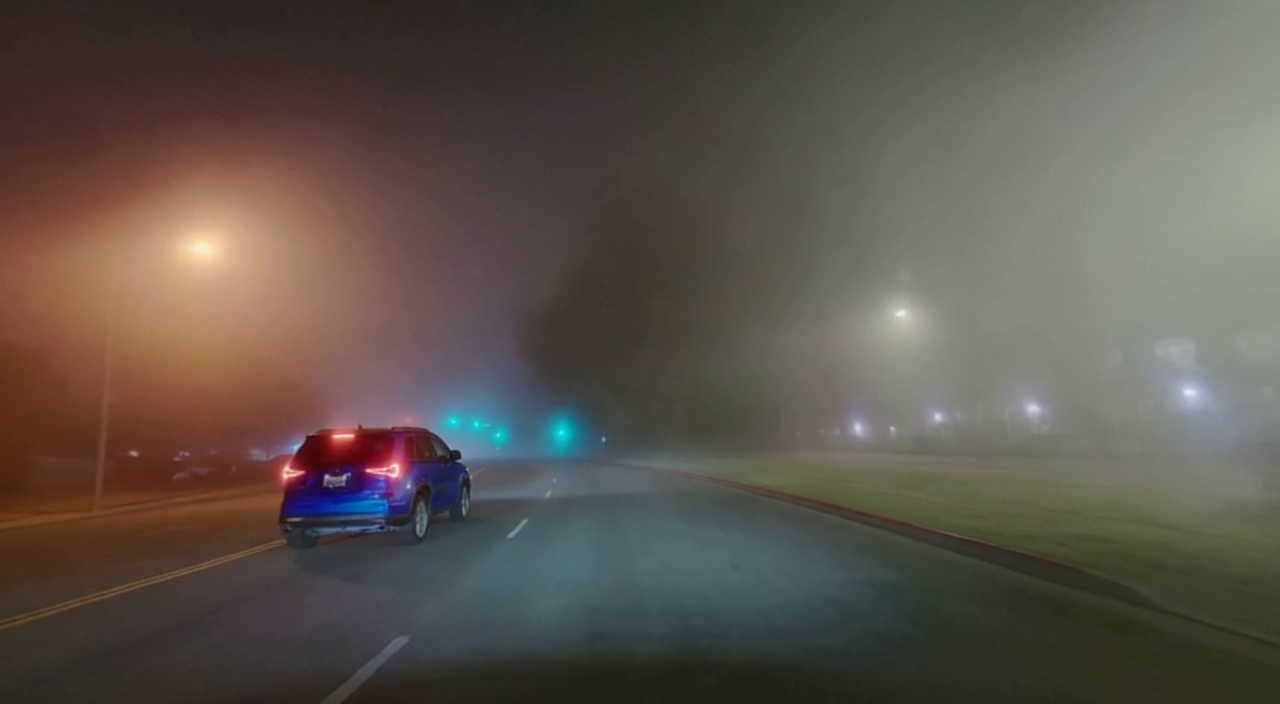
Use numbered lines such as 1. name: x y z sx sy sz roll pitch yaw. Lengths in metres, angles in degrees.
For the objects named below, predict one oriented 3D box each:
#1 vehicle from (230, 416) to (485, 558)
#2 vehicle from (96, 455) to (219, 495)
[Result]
1. vehicle: -4.099 2.028 10.237 2.175 1.772 4.442 0 -8 -2
2. vehicle: -25.625 6.506 33.715 4.809 1.471 2.012 -5 -8 -10
